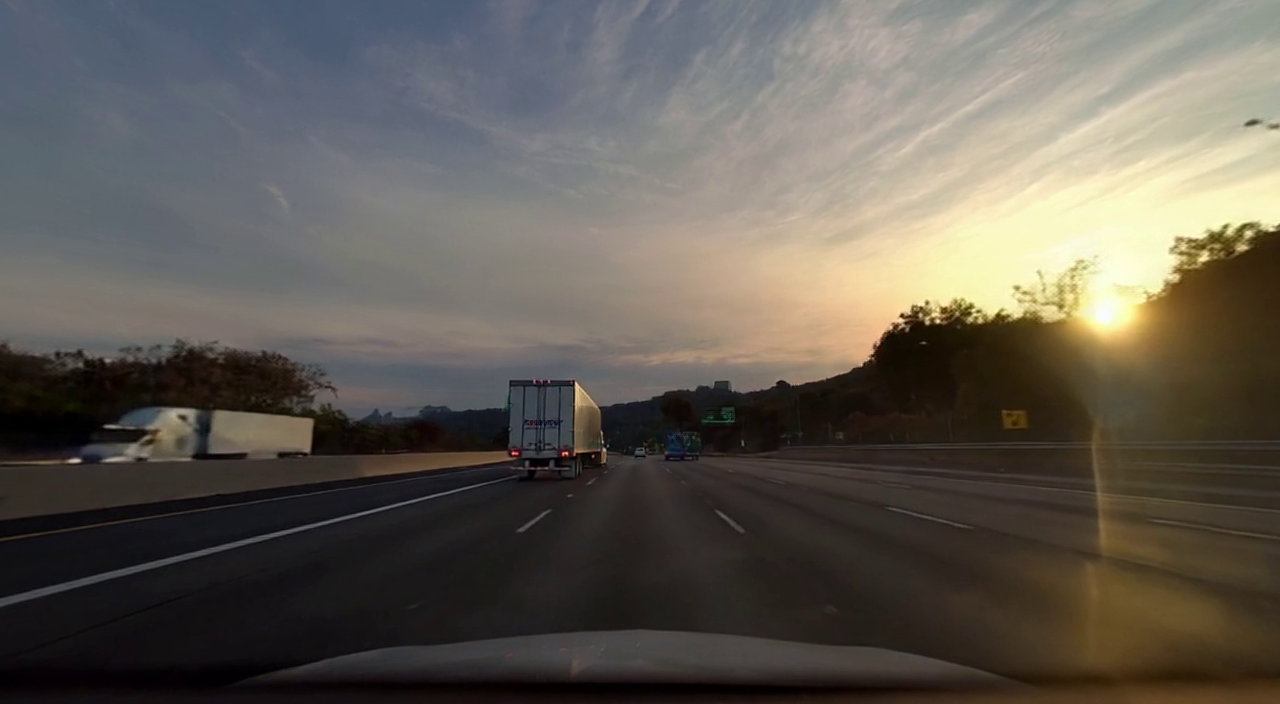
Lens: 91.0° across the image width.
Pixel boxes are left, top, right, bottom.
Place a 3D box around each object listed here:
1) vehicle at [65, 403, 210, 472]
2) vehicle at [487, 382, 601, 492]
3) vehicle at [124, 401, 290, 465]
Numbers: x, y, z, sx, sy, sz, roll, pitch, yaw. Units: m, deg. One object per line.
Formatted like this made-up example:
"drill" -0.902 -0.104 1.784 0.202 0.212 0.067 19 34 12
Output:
"vehicle" -28.858 5.015 36.633 3.020 3.679 6.256 0 -9 0
"vehicle" -3.267 3.300 24.020 2.922 3.458 8.360 0 -9 1
"vehicle" -28.823 5.709 43.094 2.921 3.762 11.824 0 -9 0
